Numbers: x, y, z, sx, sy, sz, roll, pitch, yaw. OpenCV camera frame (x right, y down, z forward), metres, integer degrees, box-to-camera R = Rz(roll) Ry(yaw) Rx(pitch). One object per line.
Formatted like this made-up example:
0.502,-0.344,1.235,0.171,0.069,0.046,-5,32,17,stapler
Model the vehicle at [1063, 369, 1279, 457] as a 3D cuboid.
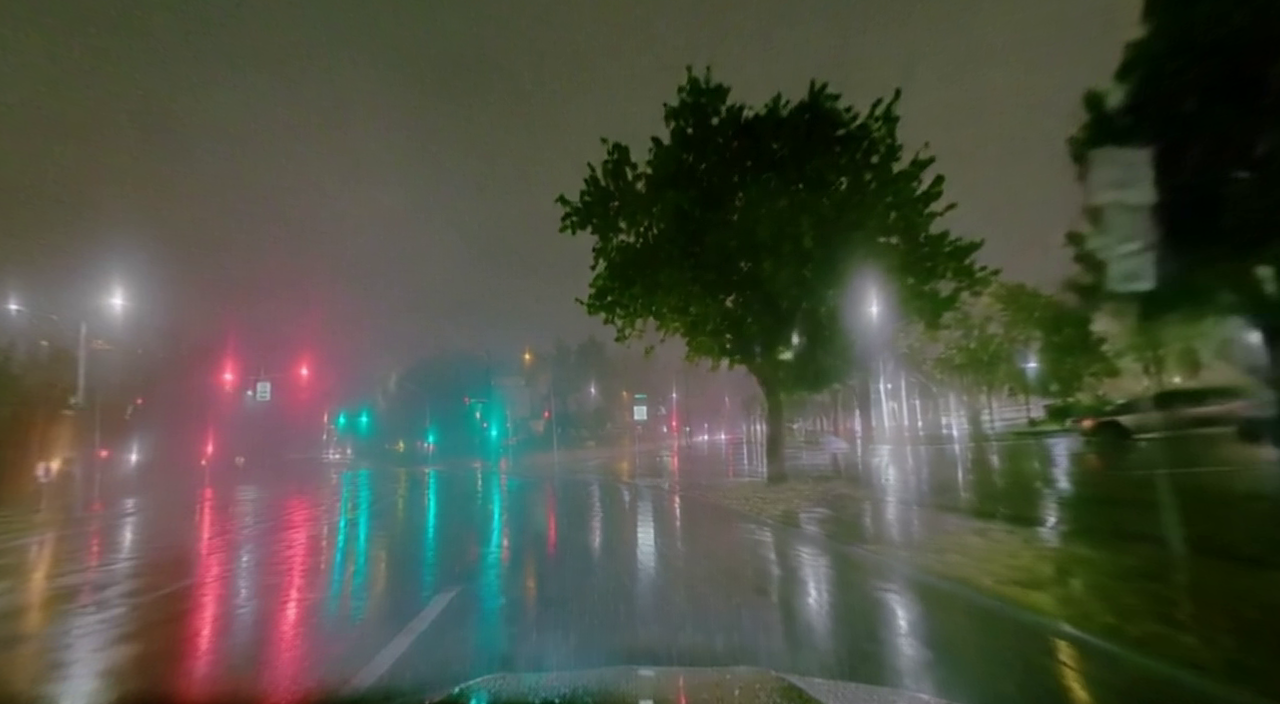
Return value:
13.833,1.634,16.353,1.925,1.546,4.187,-3,-10,-40,vehicle
